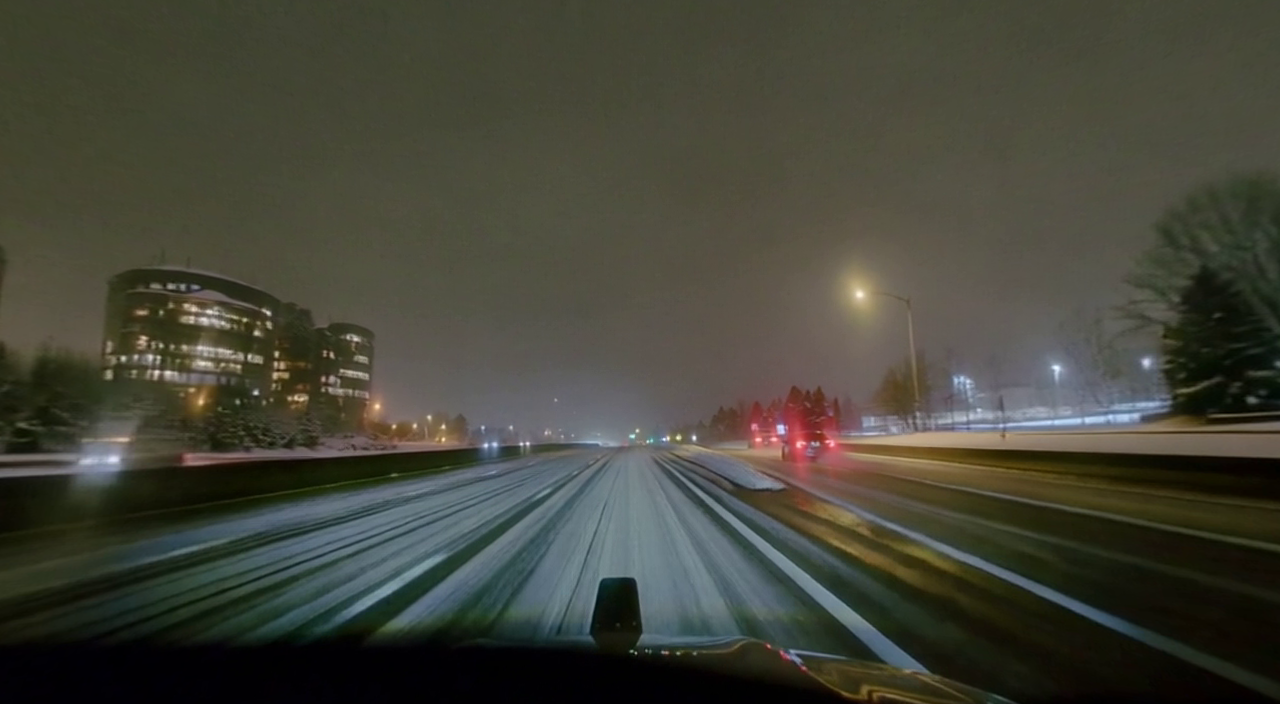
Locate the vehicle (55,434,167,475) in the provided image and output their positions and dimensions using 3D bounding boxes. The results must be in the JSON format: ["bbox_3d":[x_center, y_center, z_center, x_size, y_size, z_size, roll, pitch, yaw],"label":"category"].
[{"bbox_3d":[-38.438,7.437,45.984,2.397,2.758,6.485,0,-8,1],"label":"vehicle"}]
